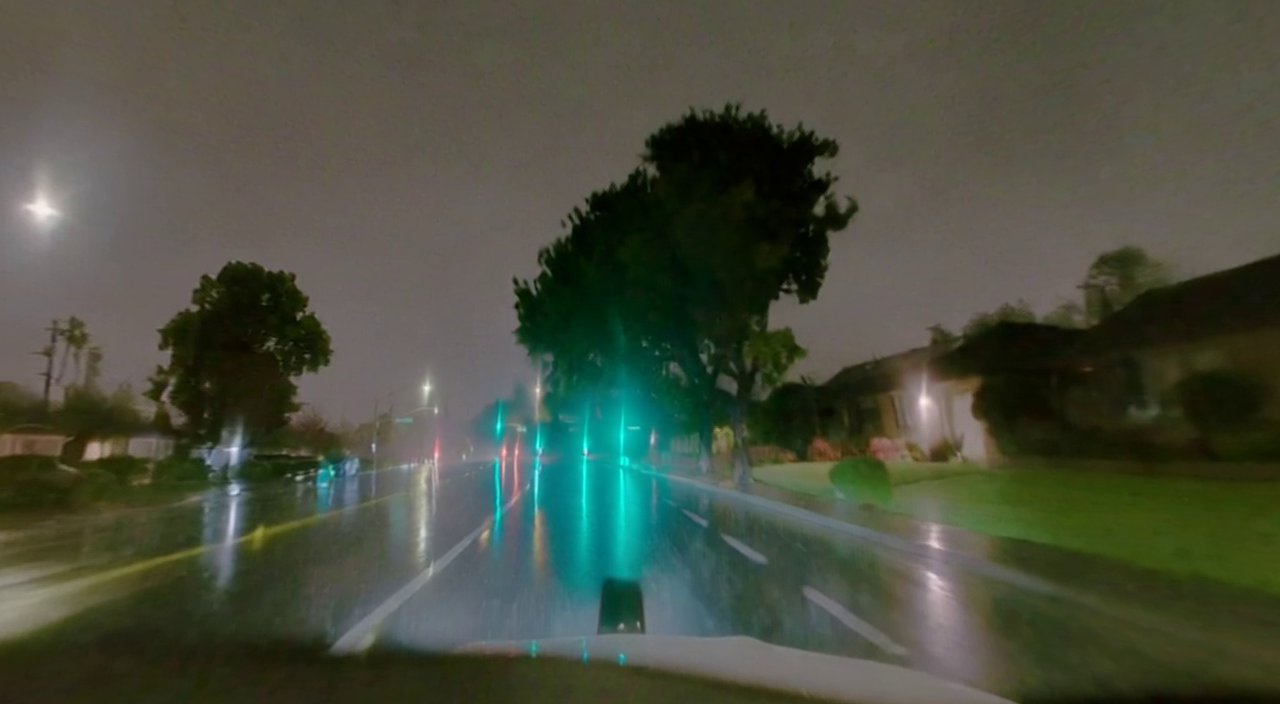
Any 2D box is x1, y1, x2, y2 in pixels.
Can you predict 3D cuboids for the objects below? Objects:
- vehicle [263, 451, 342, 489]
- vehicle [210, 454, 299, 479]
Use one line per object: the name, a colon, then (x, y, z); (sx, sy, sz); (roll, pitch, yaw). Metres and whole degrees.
vehicle: (-18.002, 6.296, 34.021); (2.029, 1.726, 5.366); (-3, -9, -8)
vehicle: (-27.394, 8.131, 45.014); (4.887, 1.517, 2.007); (4, -8, -11)
